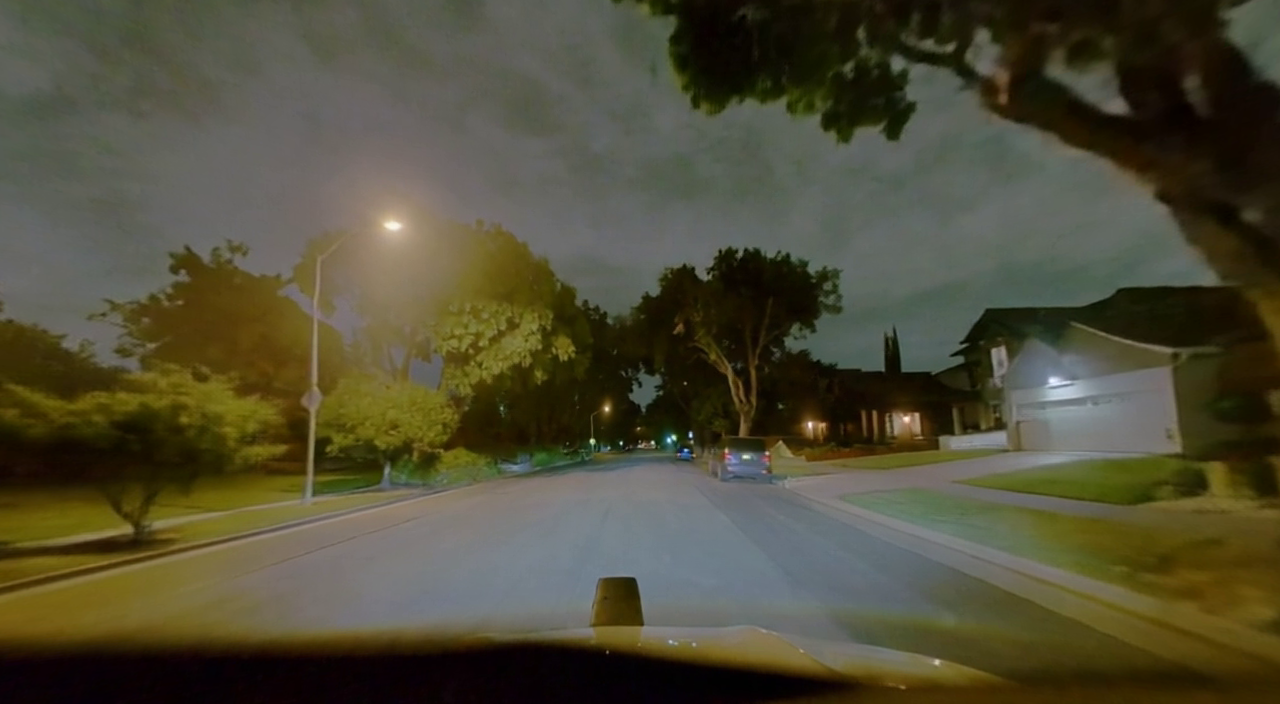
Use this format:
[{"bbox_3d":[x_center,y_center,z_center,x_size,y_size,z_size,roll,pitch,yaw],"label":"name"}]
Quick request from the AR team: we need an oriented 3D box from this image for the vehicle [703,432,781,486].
[{"bbox_3d":[3.522,3.780,22.662,2.055,1.738,4.448,0,-8,0],"label":"vehicle"}]
